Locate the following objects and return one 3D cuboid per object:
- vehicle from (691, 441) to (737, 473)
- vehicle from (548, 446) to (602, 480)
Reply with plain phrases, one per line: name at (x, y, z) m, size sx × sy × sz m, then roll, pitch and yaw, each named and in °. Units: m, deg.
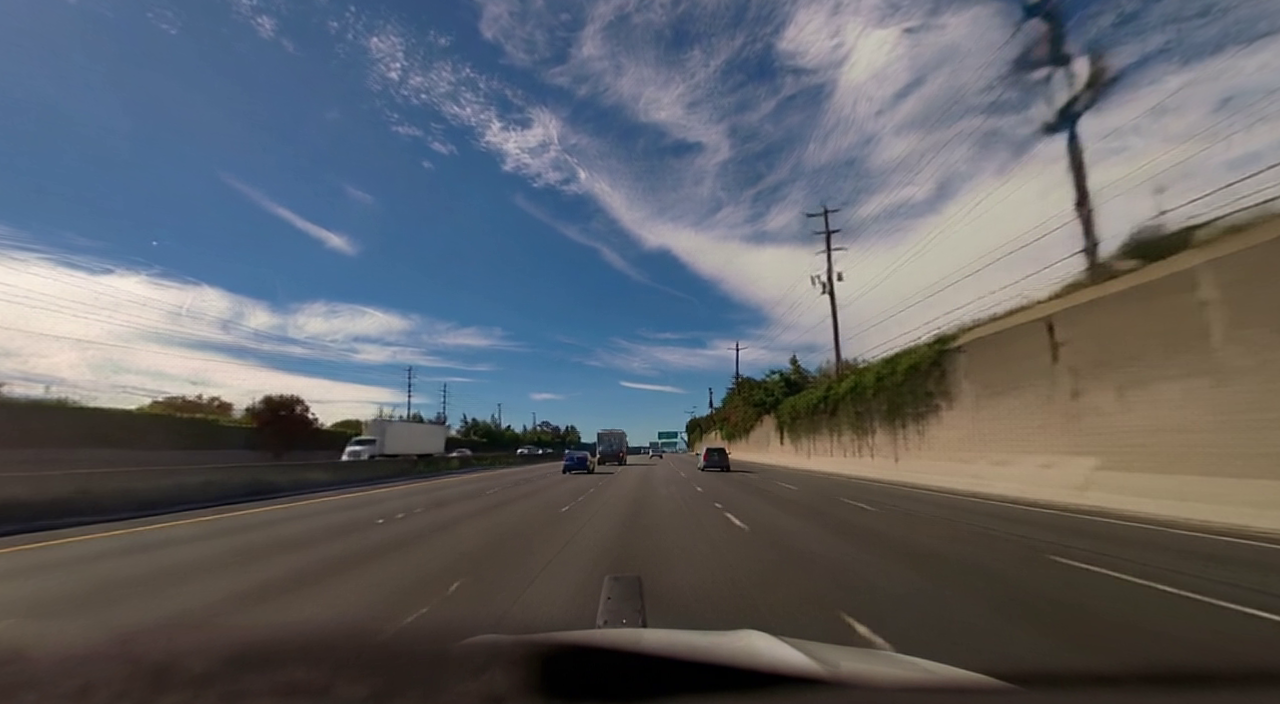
vehicle at (4.415, 6.397, 38.531) m, size 2.214 × 1.799 × 4.627 m, roll 0°, pitch -9°, yaw -1°
vehicle at (-2.998, 5.228, 29.939) m, size 2.004 × 1.498 × 4.043 m, roll 0°, pitch -9°, yaw 1°
